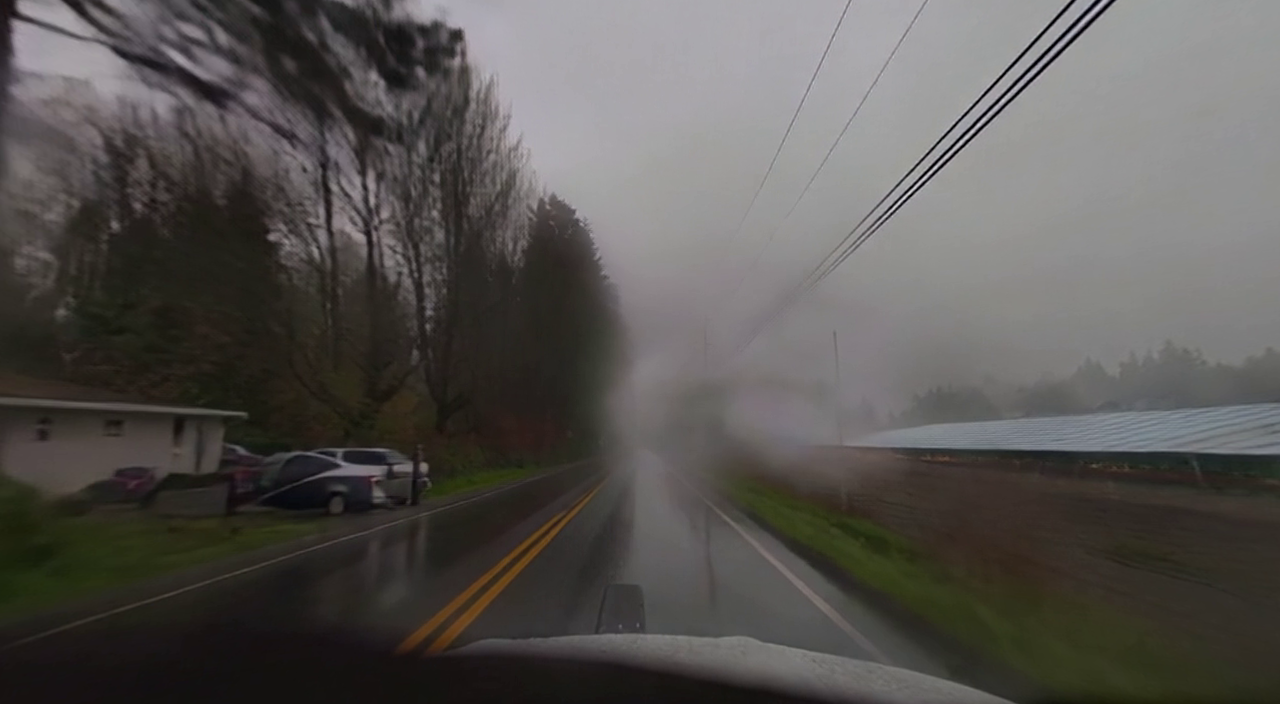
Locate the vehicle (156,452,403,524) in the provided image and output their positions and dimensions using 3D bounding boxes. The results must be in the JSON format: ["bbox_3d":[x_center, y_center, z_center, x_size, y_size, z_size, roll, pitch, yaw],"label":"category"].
[{"bbox_3d":[-8.138,3.084,14.601,4.525,1.499,1.934,0,-8,1],"label":"vehicle"}]
